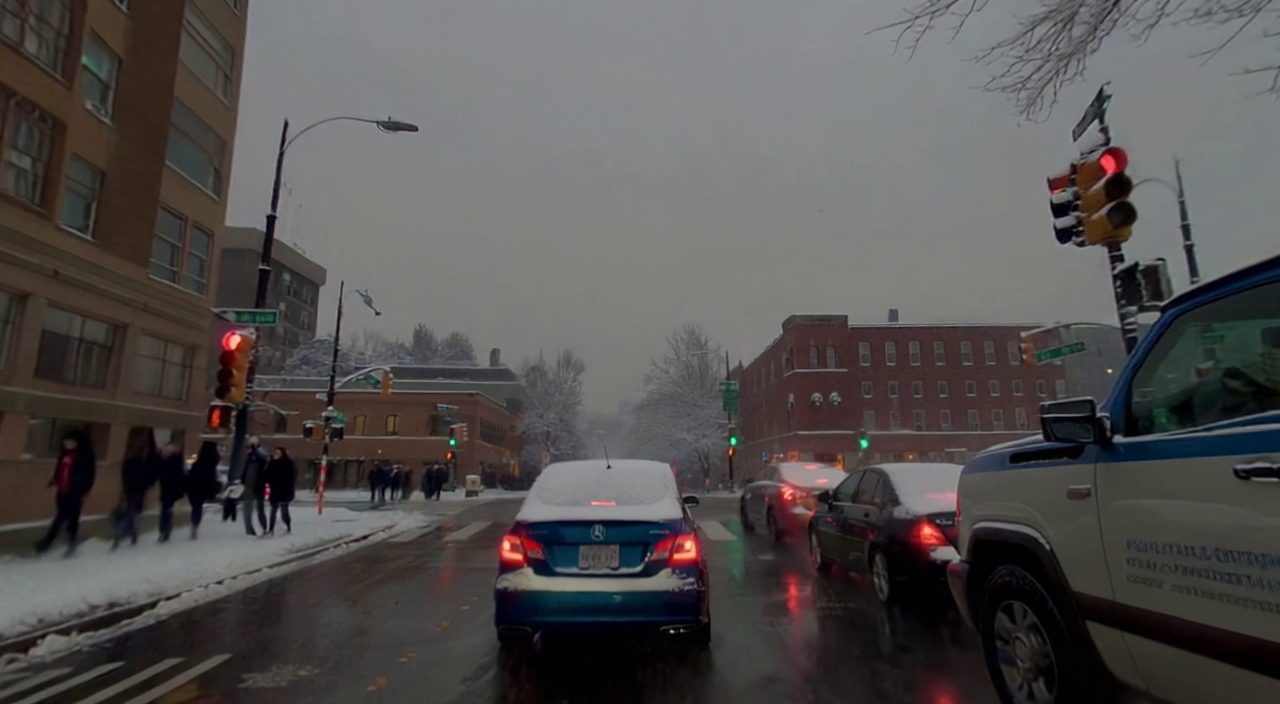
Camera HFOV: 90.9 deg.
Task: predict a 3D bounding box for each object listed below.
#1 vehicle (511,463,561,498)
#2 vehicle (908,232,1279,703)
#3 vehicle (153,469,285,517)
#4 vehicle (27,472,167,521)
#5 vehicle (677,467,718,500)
[{"bbox_3d":[-6.349,7.878,39.004,2.226,1.896,4.438,-1,-9,1],"label":"vehicle"},{"bbox_3d":[3.215,0.550,1.281,2.632,1.979,6.096,0,-9,0],"label":"vehicle"},{"bbox_3d":[-19.776,6.630,29.748,4.750,2.083,2.002,-1,-9,3],"label":"vehicle"},{"bbox_3d":[-25.487,6.769,29.734,4.588,2.048,2.110,0,-9,0],"label":"vehicle"},{"bbox_3d":[3.467,8.036,38.835,1.908,1.741,4.066,0,-9,-3],"label":"vehicle"}]
